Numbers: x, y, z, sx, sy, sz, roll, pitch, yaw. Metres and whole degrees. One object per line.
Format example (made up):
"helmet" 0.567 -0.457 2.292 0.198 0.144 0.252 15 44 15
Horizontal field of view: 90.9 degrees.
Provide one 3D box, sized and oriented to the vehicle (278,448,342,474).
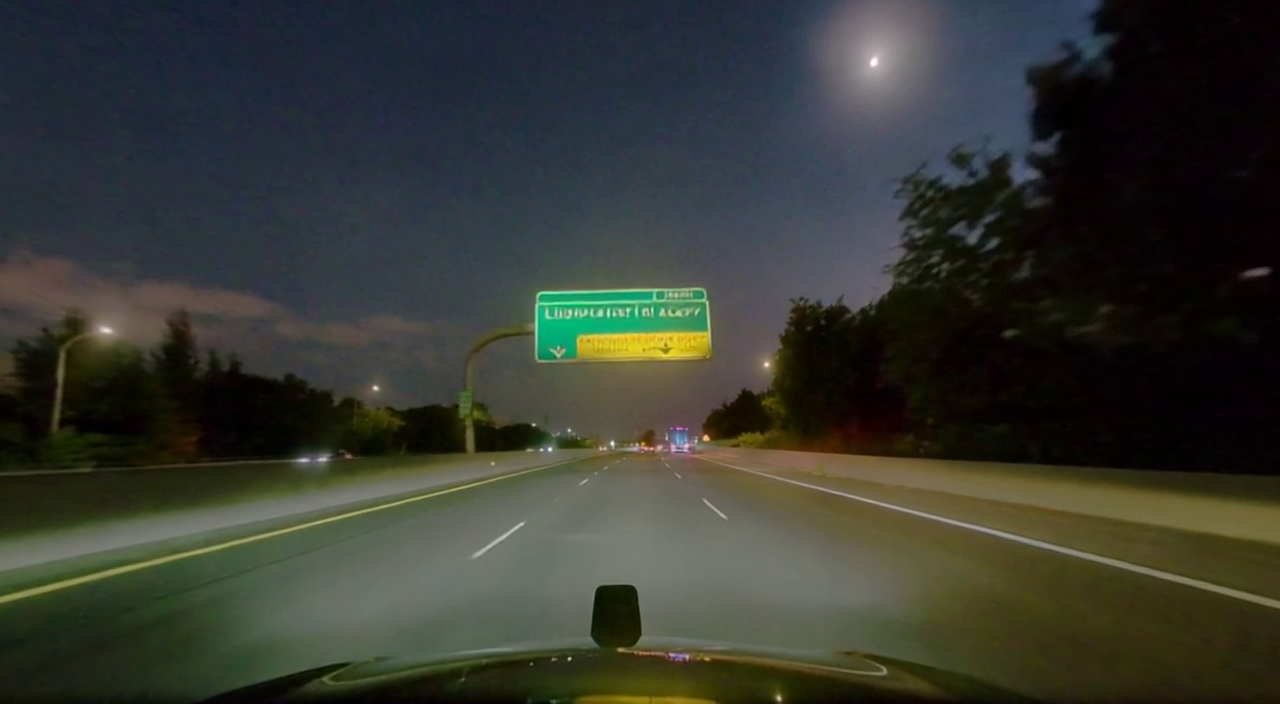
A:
"vehicle" -20.953 6.928 40.212 1.840 1.521 4.024 0 -8 1
